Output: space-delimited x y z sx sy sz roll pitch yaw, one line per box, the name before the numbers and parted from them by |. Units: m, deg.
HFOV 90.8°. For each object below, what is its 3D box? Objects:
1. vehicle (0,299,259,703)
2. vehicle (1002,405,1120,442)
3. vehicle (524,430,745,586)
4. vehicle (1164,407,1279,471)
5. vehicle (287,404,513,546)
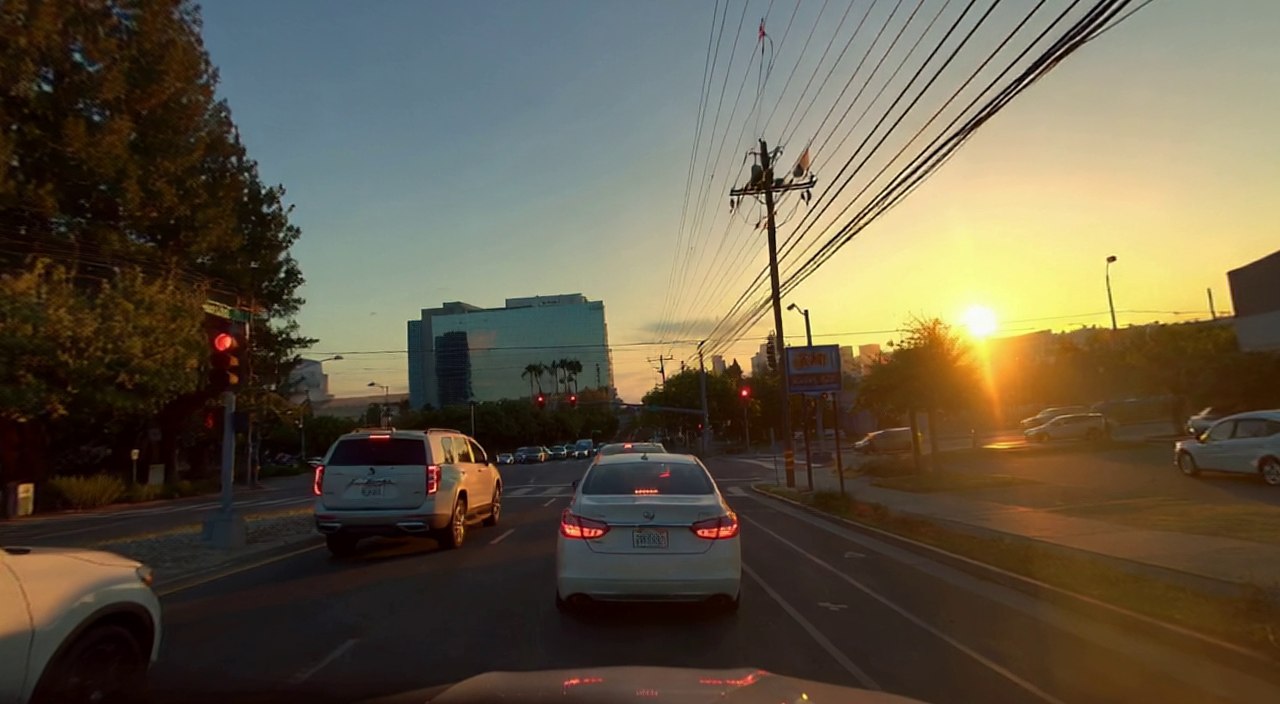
vehicle | -3.592 0.629 1.528 2.085 1.943 5.053 0 -8 1
vehicle | 26.844 4.638 40.509 5.782 2.286 2.223 -1 -9 4
vehicle | -0.100 1.802 8.140 2.121 1.474 3.968 0 -8 -2
vehicle | 17.026 2.542 18.290 1.858 1.622 4.491 -5 -10 28
vehicle | -3.851 2.088 11.370 2.147 1.963 4.927 0 -8 0
